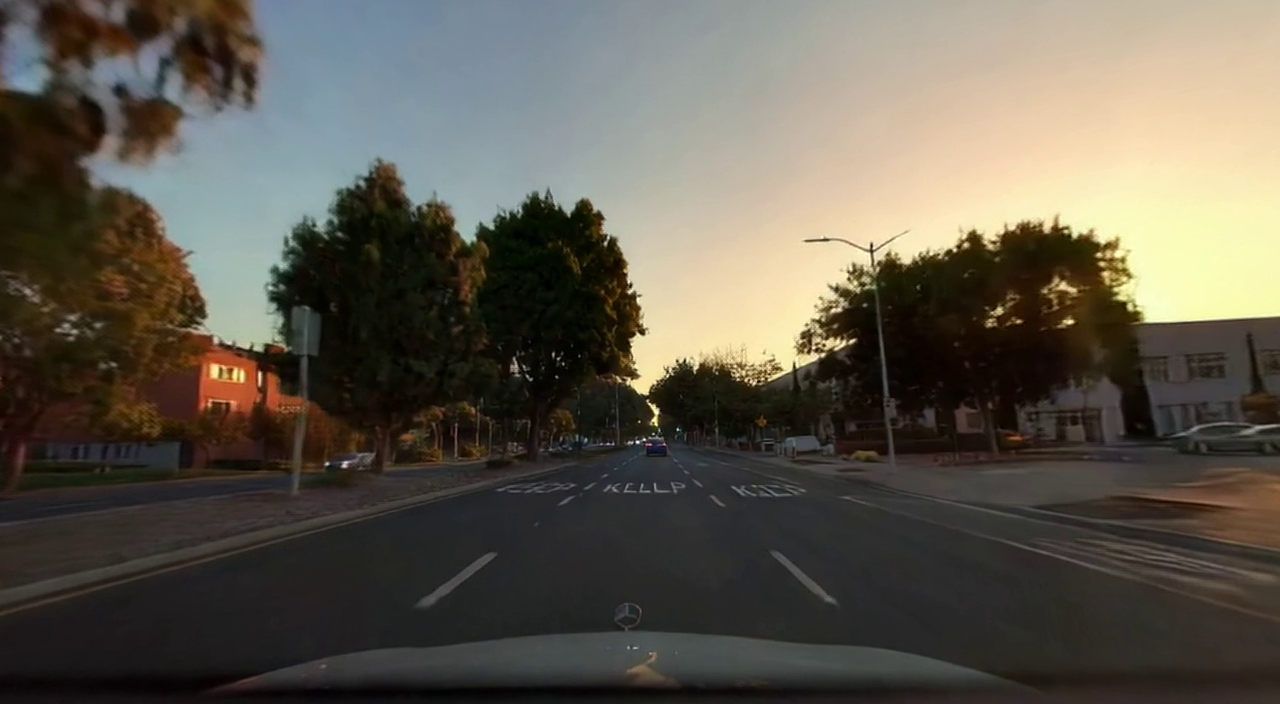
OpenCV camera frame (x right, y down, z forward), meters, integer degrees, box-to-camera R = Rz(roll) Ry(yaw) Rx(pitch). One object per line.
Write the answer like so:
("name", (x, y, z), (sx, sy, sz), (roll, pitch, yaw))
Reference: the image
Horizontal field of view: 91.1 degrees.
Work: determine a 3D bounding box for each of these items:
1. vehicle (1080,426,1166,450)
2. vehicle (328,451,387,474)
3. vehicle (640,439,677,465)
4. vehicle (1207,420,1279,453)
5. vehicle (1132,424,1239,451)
("vehicle", (31.956, 5.717, 41.641), (4.002, 1.501, 2.000), (0, -9, 0))
("vehicle", (-19.765, 7.732, 44.125), (1.885, 1.464, 4.525), (0, -9, 2))
("vehicle", (1.104, 6.206, 39.098), (2.144, 1.505, 4.128), (0, -8, 1))
("vehicle", (31.376, 4.179, 31.336), (4.051, 1.475, 1.949), (-3, -9, 2))
("vehicle", (31.690, 4.989, 36.555), (4.282, 1.486, 2.017), (0, -9, 0))
